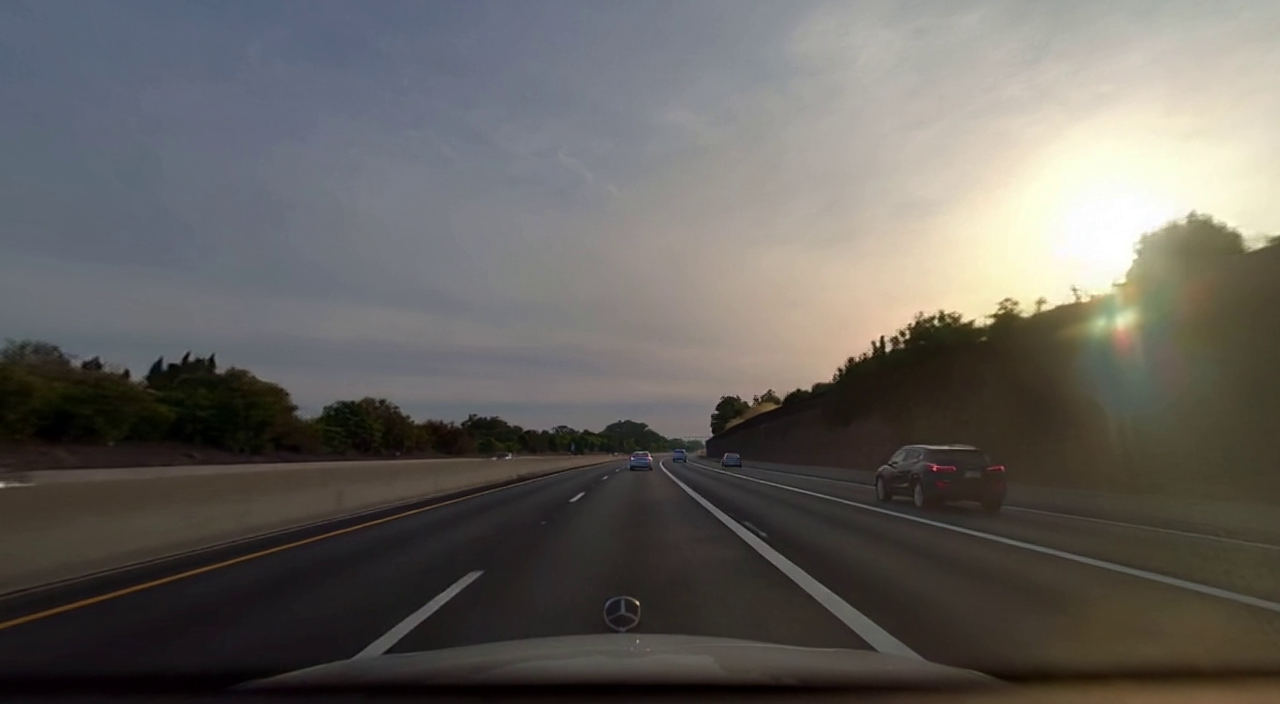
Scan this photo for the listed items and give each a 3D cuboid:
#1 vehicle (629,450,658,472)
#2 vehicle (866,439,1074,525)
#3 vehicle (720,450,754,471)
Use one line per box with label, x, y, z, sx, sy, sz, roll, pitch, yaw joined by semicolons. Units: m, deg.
vehicle;0.235;7.981;45.972;2.025;1.526;4.181;0;-9;1
vehicle;6.838;2.726;13.732;2.008;1.533;4.592;0;-9;-1
vehicle;7.280;8.189;47.495;1.941;1.485;3.701;0;-9;-1
